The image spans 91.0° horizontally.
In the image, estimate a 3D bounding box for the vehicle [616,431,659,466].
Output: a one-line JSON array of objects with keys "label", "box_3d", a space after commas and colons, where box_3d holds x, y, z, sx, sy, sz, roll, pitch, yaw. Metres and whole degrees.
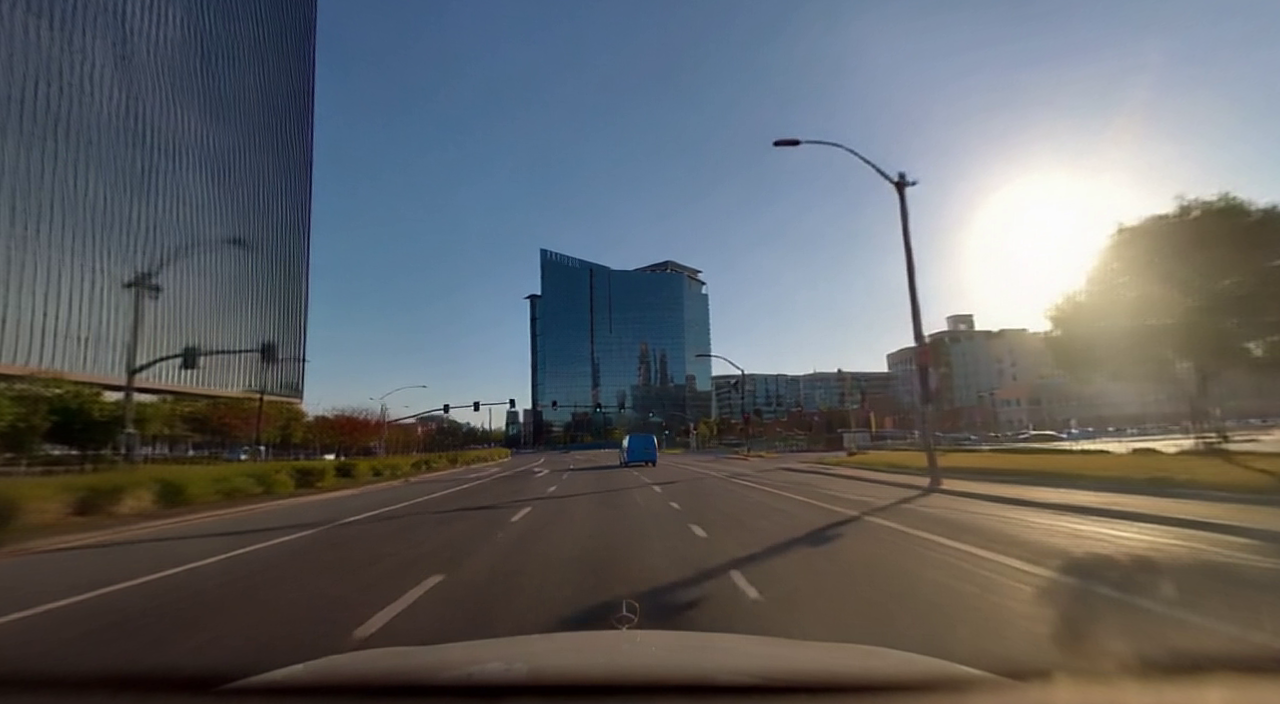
[{"label": "vehicle", "box_3d": [-0.258, 6.607, 43.410, 2.339, 2.244, 4.817, 1, -8, -8]}]
